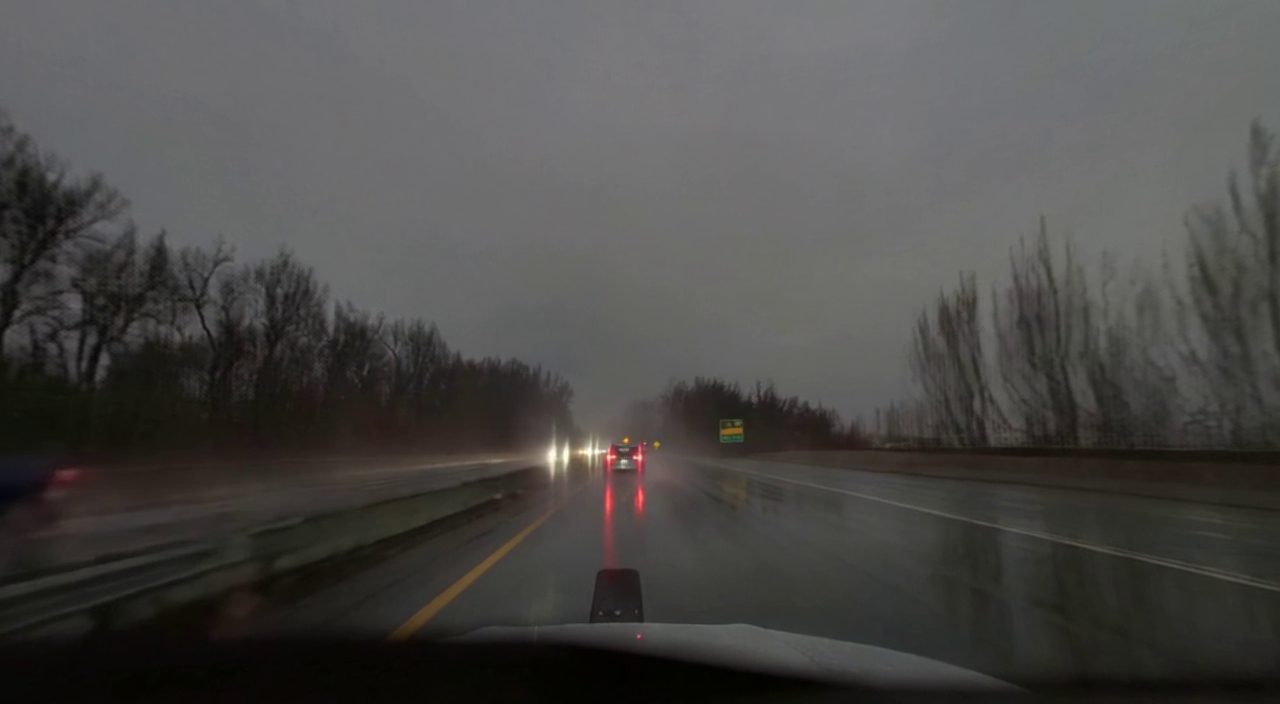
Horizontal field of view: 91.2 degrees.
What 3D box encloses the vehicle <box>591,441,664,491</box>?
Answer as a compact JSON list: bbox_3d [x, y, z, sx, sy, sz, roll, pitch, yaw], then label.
[{"bbox_3d":[-0.436,3.811,21.263,2.244,1.506,4.097,0,-9,-1],"label":"vehicle"}]
